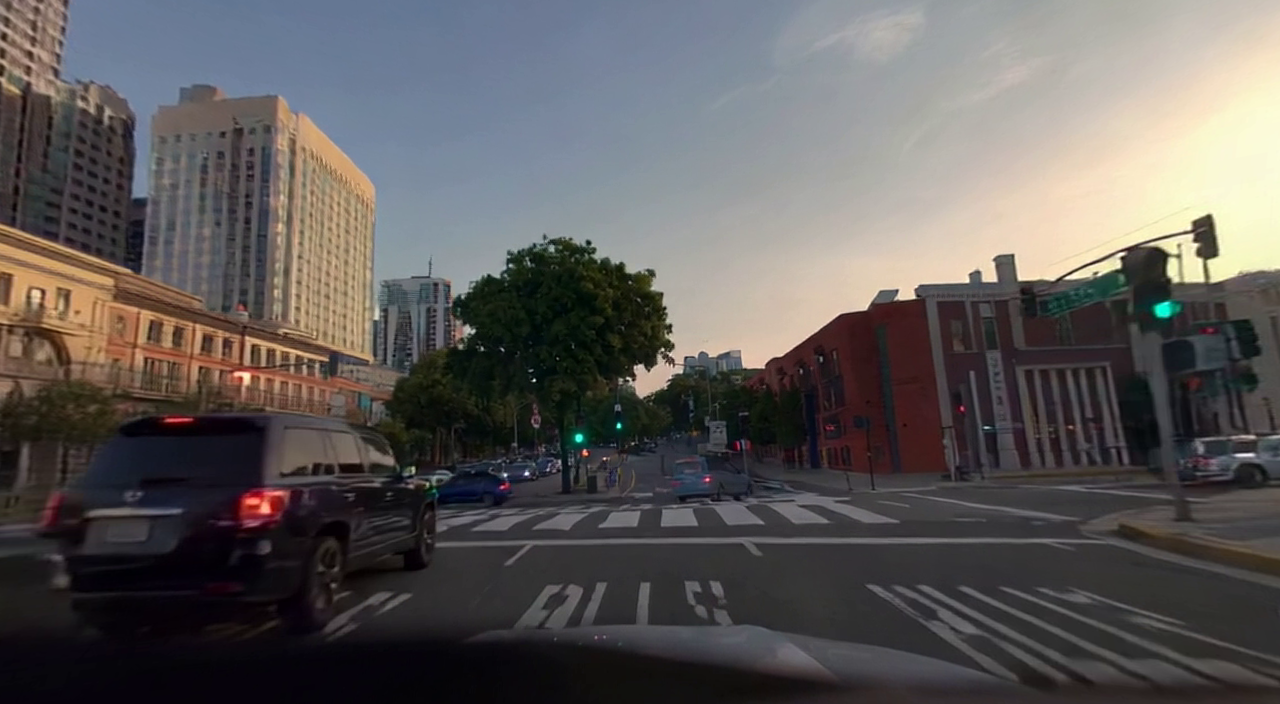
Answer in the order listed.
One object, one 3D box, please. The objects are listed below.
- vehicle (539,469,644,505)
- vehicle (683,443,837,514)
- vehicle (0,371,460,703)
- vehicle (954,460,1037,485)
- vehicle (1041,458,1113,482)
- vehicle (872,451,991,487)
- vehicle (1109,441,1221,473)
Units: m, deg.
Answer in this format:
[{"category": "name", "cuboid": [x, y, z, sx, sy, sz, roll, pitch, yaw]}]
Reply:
[{"category": "vehicle", "cuboid": [-2.349, 6.546, 30.877, 4.766, 1.502, 1.891, 5, -10, -29]}, {"category": "vehicle", "cuboid": [3.654, 3.556, 18.428, 2.328, 1.746, 5.072, -7, -11, 37]}, {"category": "vehicle", "cuboid": [-3.497, 1.351, 5.745, 2.316, 1.769, 4.871, 0, -9, -1]}, {"category": "vehicle", "cuboid": [23.846, 8.101, 42.411, 4.418, 1.556, 1.814, 0, -9, 1]}, {"category": "vehicle", "cuboid": [29.570, 8.000, 42.744, 3.522, 1.546, 1.721, 0, -9, -1]}, {"category": "vehicle", "cuboid": [14.027, 5.621, 30.529, 4.749, 1.624, 1.926, 0, -9, -1]}, {"category": "vehicle", "cuboid": [28.165, 5.639, 33.914, 4.291, 1.606, 1.859, 0, -9, 0]}]
